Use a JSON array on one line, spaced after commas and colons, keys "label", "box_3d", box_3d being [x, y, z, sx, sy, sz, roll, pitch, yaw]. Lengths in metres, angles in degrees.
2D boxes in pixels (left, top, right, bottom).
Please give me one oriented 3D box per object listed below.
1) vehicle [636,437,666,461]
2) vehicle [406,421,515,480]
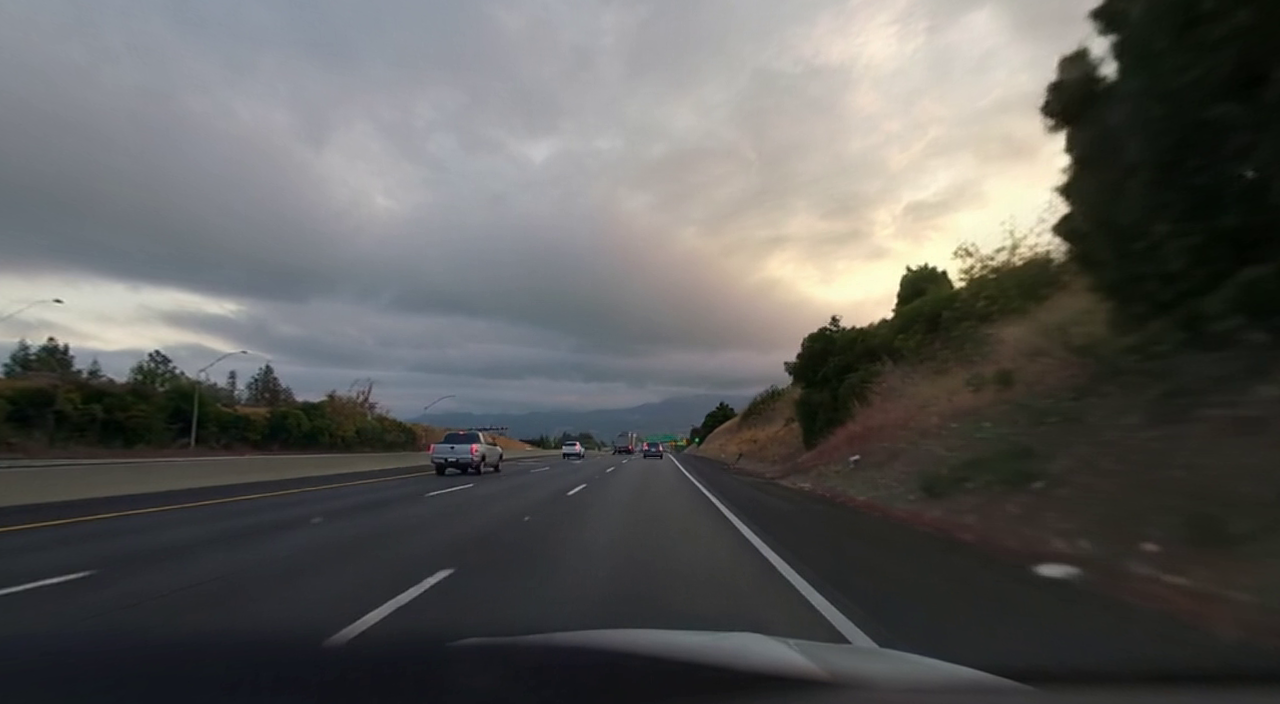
[{"label": "vehicle", "box_3d": [0.816, 7.238, 47.213, 2.141, 1.706, 4.065, 0, -8, 0]}, {"label": "vehicle", "box_3d": [-6.669, 3.743, 24.203, 2.438, 1.967, 5.596, 0, -8, 1]}]
